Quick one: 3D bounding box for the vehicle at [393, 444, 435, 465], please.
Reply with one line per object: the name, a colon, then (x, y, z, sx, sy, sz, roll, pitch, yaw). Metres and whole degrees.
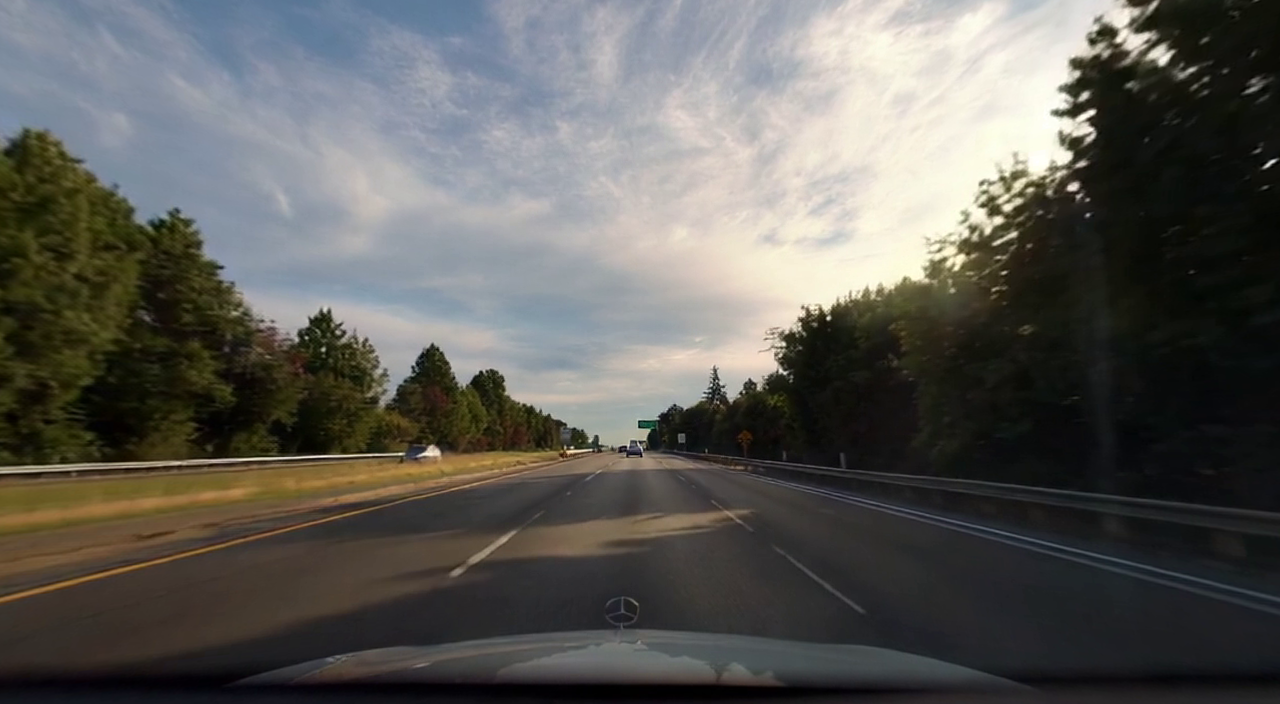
vehicle: (-16.250, 7.384, 45.408, 1.683, 1.425, 3.579, 0, -9, 0)
